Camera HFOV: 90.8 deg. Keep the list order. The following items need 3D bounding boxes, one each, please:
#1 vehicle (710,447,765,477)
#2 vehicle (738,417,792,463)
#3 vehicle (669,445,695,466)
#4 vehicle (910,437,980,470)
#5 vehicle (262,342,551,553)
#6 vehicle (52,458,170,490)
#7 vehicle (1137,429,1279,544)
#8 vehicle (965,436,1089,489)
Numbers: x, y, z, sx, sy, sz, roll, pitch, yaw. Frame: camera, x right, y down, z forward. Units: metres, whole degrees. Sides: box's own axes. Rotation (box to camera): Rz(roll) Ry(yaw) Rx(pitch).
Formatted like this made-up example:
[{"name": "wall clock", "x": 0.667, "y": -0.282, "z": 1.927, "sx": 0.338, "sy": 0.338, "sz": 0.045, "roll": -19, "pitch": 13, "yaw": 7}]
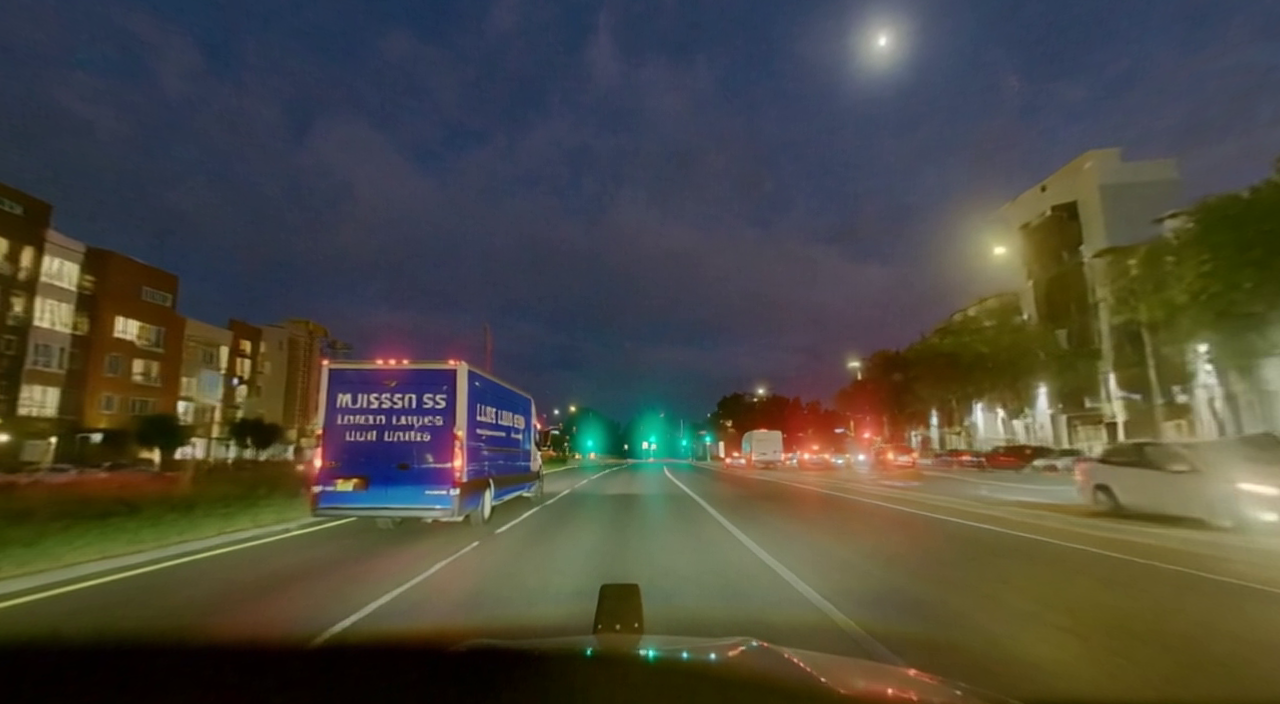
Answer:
[{"name": "vehicle", "x": 5.035, "y": 5.726, "z": 33.281, "sx": 2.127, "sy": 1.439, "sz": 5.034, "roll": 0, "pitch": -8, "yaw": 1}, {"name": "vehicle", "x": 9.502, "y": 6.819, "z": 48.779, "sx": 2.882, "sy": 3.208, "sz": 7.609, "roll": -1, "pitch": -8, "yaw": 3}, {"name": "vehicle", "x": 3.230, "y": 7.994, "z": 48.850, "sx": 1.878, "sy": 1.534, "sz": 4.120, "roll": -1, "pitch": -8, "yaw": 3}, {"name": "vehicle", "x": 16.927, "y": 5.576, "z": 34.994, "sx": 4.333, "sy": 1.698, "sz": 1.959, "roll": 8, "pitch": -11, "yaw": -43}, {"name": "vehicle", "x": -3.848, "y": 1.886, "z": 12.808, "sx": 2.763, "sy": 2.974, "sz": 7.562, "roll": -1, "pitch": -8, "yaw": 2}, {"name": "vehicle", "x": -28.447, "y": 6.549, "z": 34.231, "sx": 1.878, "sy": 1.476, "sz": 4.847, "roll": -2, "pitch": -9, "yaw": 7}, {"name": "vehicle", "x": 9.253, "y": 1.807, "z": 8.683, "sx": 1.850, "sy": 1.477, "sz": 3.520, "roll": 0, "pitch": -8, "yaw": -2}, {"name": "vehicle", "x": 12.070, "y": 3.432, "z": 19.974, "sx": 1.627, "sy": 1.493, "sz": 3.508, "roll": 0, "pitch": -8, "yaw": -1}]
